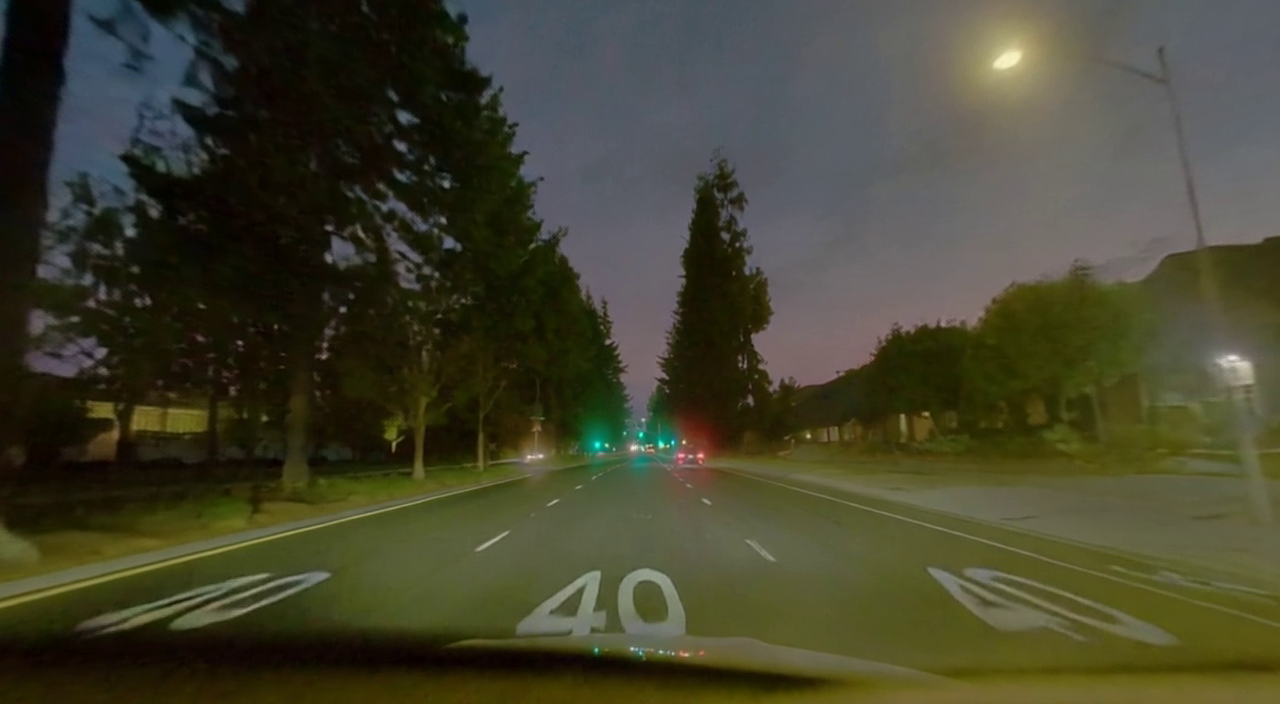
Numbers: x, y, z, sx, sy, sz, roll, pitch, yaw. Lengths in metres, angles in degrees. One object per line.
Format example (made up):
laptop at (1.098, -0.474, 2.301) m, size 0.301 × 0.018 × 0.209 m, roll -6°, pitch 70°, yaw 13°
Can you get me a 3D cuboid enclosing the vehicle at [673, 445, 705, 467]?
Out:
vehicle at (3.535, 7.608, 46.402) m, size 1.992 × 1.511 × 4.464 m, roll 0°, pitch -9°, yaw 0°
